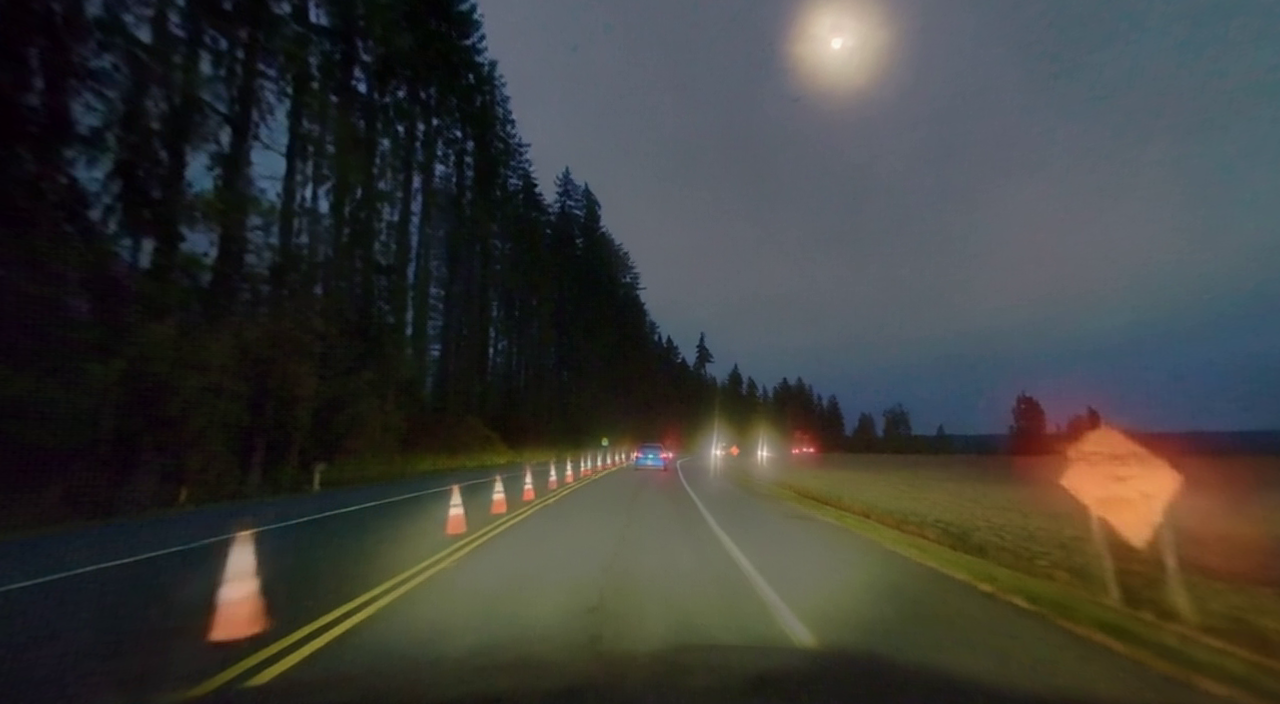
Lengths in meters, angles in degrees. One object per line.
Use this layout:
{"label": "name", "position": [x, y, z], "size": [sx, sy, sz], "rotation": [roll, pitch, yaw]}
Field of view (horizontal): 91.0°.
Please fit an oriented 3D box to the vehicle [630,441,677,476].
{"label": "vehicle", "position": [0.643, 4.910, 29.129], "size": [2.042, 1.489, 3.963], "rotation": [0, -9, 2]}
